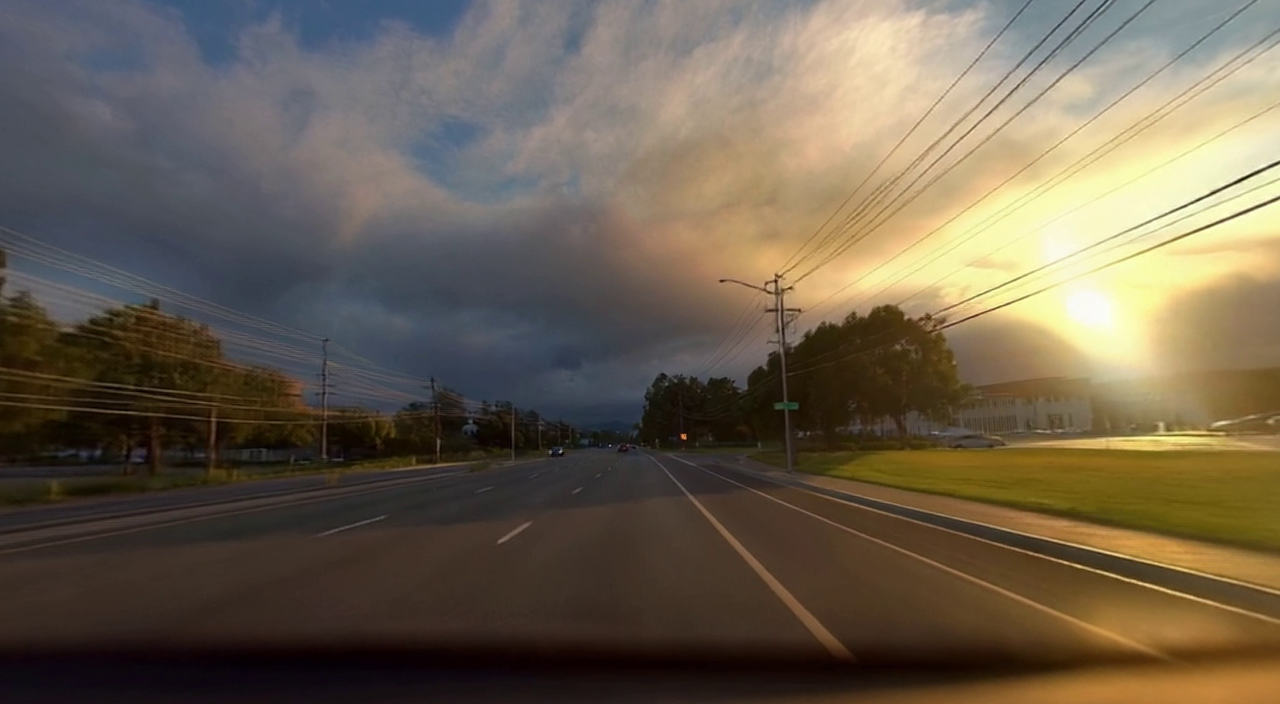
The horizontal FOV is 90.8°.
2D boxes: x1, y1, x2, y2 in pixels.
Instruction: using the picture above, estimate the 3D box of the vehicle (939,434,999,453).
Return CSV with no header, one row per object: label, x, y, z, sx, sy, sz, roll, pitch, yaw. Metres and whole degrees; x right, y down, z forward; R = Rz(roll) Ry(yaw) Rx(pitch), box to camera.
vehicle,25.472,7.115,49.124,1.996,1.442,4.785,0,-8,-1
